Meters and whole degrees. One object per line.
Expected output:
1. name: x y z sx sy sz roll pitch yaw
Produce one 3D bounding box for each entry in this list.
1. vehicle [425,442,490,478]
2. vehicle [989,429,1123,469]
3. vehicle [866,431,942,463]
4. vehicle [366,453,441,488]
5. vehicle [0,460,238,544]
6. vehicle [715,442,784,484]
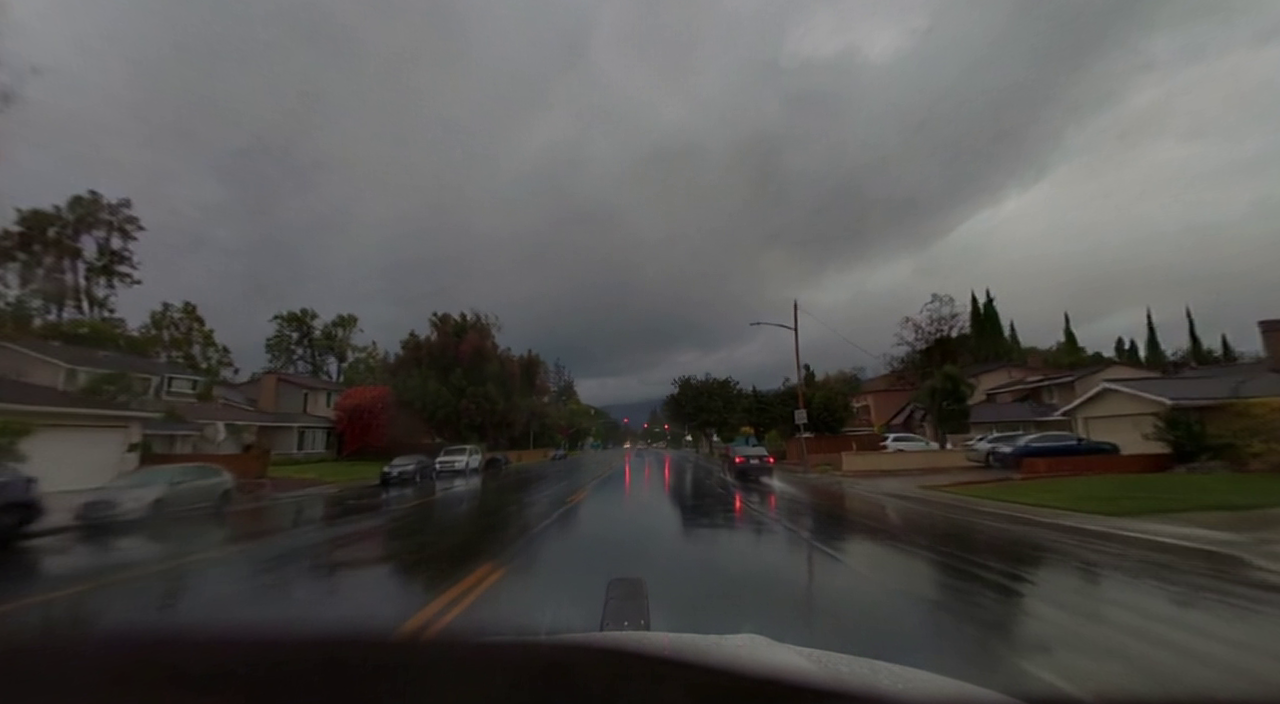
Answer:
1. vehicle: -10.991 6.536 38.500 2.180 1.953 5.787 -1 -9 1
2. vehicle: 17.218 4.018 26.248 4.065 1.557 2.107 0 -9 0
3. vehicle: 15.303 5.550 36.856 2.129 1.699 4.906 0 -9 -3
4. vehicle: -10.953 5.492 29.553 1.829 1.441 4.355 0 -9 0
5. vehicle: -10.980 3.131 13.731 1.784 1.412 4.093 0 -9 -1
6. vehicle: 4.260 4.396 25.292 1.956 1.492 4.425 0 -9 0
